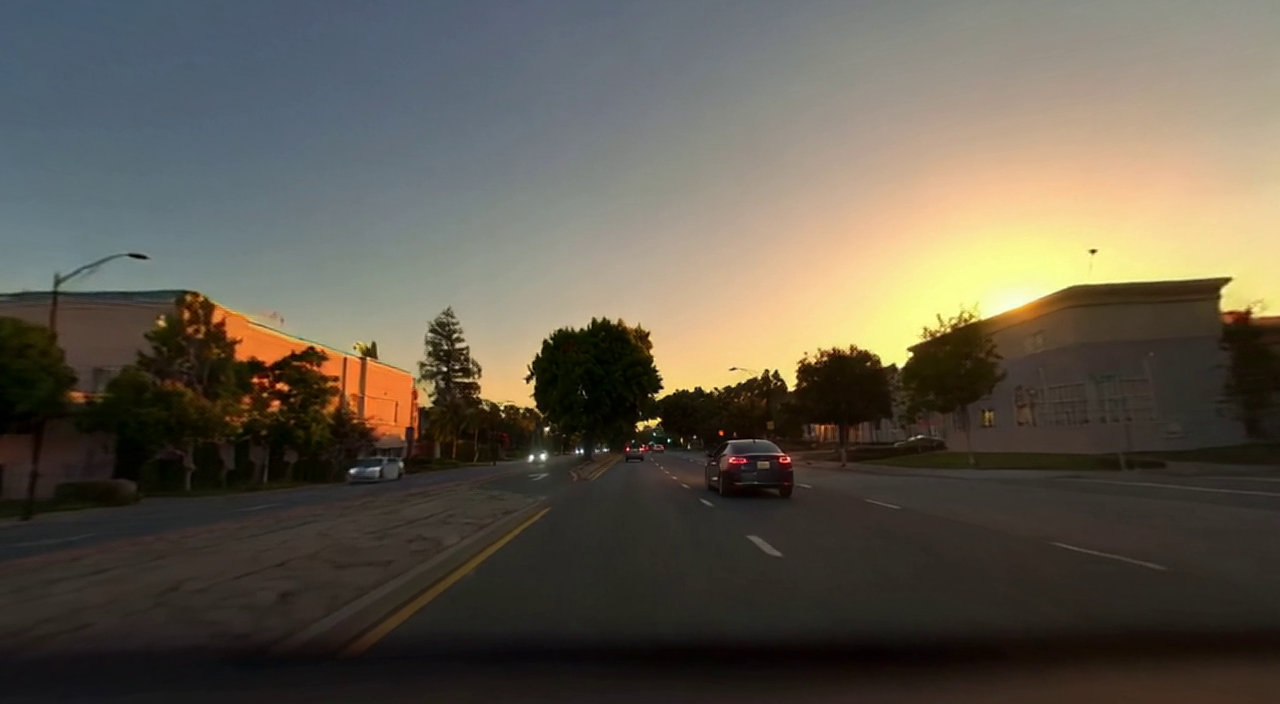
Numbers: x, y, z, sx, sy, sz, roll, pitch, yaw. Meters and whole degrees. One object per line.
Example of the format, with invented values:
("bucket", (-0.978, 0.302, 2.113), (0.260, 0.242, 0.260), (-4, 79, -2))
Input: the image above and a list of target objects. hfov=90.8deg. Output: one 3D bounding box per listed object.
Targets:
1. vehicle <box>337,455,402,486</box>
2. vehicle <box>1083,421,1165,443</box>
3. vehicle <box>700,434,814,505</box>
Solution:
("vehicle", (-16.230, 7.101, 38.121), (1.913, 1.658, 4.465), (0, -9, 0))
("vehicle", (34.102, 5.675, 44.537), (4.273, 1.517, 1.815), (0, -9, -2))
("vehicle", (2.920, 3.063, 16.932), (1.995, 1.616, 4.729), (0, -9, -2))
